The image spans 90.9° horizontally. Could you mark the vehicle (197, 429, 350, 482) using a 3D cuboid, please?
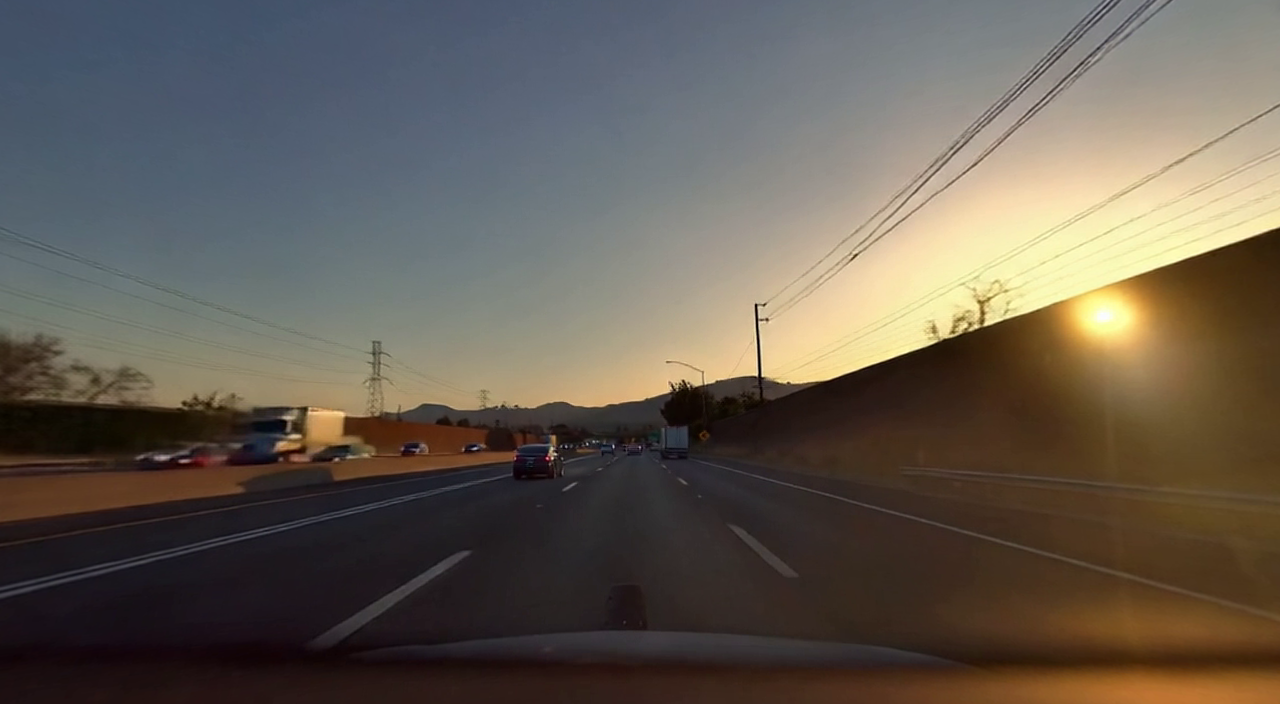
[{"bbox_3d":[-14.690,4.198,25.928,2.705,1.851,6.038,0,-8,0],"label":"vehicle"}]

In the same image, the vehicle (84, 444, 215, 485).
[{"bbox_3d":[-19.399,4.428,25.226,1.784,1.465,4.274,0,-8,0],"label":"vehicle"}]

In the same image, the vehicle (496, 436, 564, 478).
[{"bbox_3d":[-4.635,4.498,27.249,2.064,1.642,4.389,0,-8,1],"label":"vehicle"}]
